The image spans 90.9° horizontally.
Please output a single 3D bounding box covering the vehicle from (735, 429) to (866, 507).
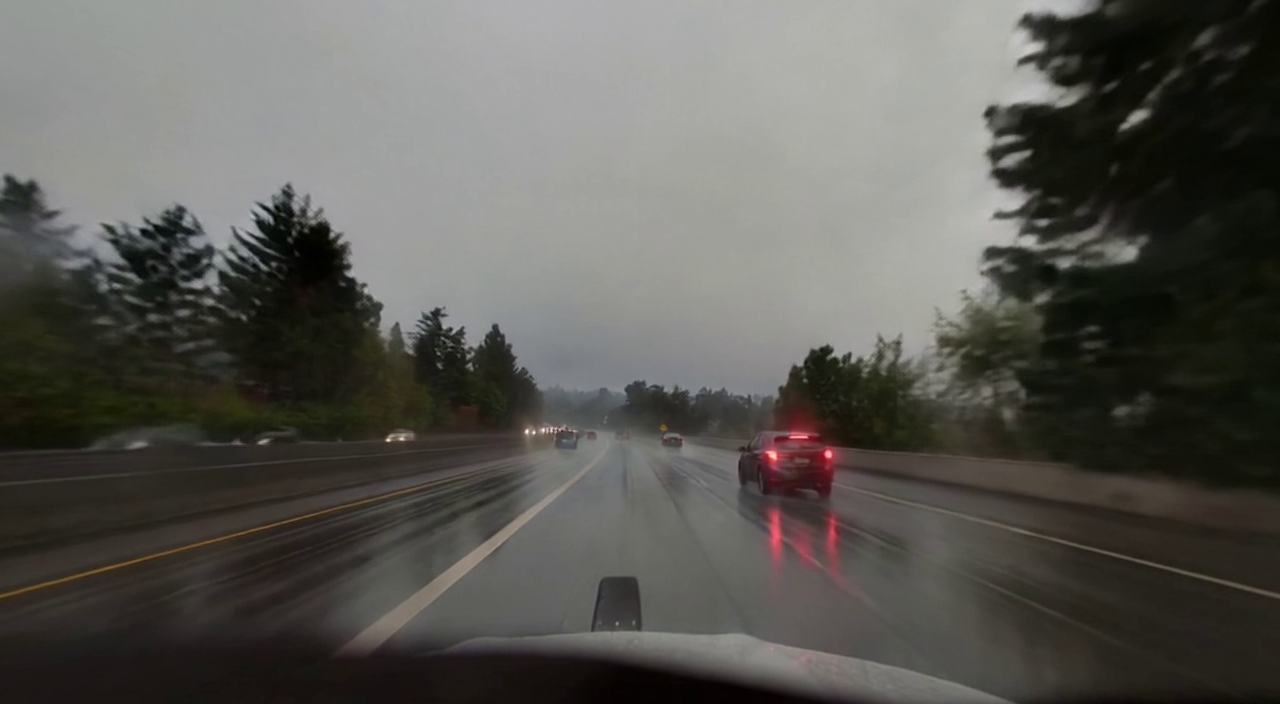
[{"bbox_3d":[3.512,2.584,14.557,1.883,1.536,3.792,0,-8,-2],"label":"vehicle"}]

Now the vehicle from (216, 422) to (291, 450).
[{"bbox_3d":[-21.947,4.797,35.981,1.745,1.457,4.149,0,-8,-2],"label":"vehicle"}]

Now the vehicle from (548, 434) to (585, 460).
[{"bbox_3d":[-4.628,6.014,40.150,1.941,1.529,4.111,0,-8,-1],"label":"vehicle"}]
